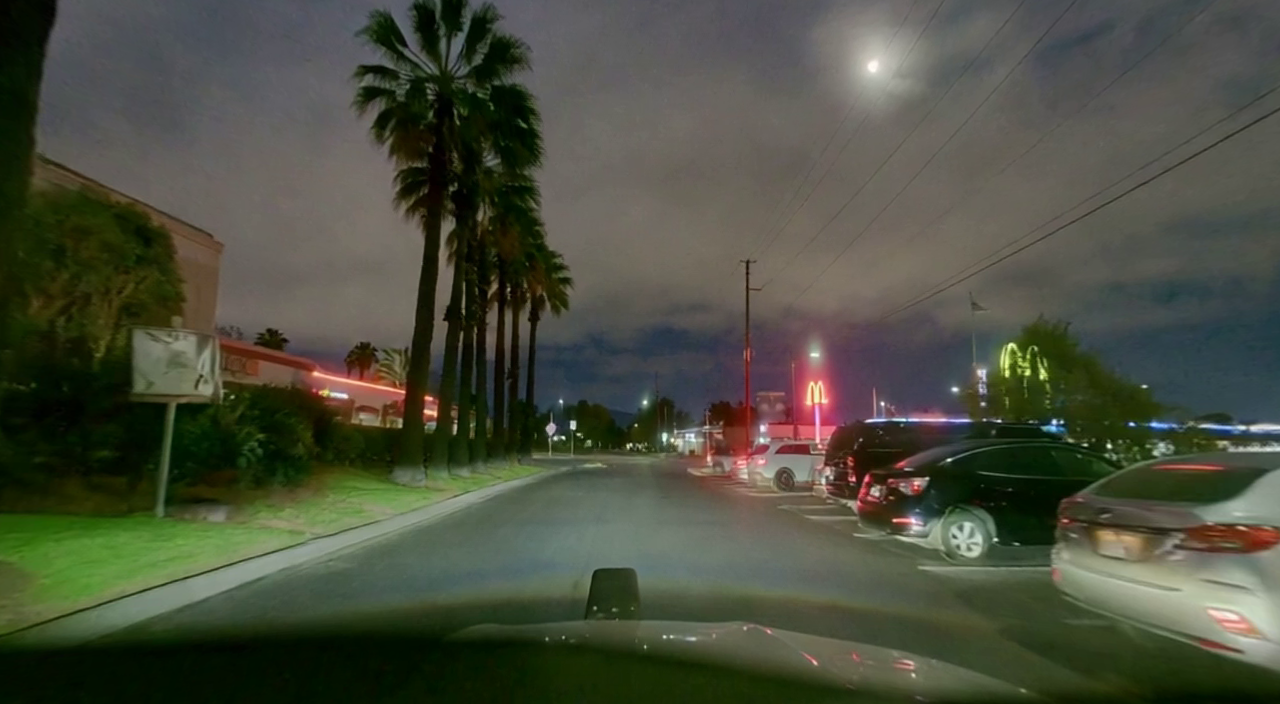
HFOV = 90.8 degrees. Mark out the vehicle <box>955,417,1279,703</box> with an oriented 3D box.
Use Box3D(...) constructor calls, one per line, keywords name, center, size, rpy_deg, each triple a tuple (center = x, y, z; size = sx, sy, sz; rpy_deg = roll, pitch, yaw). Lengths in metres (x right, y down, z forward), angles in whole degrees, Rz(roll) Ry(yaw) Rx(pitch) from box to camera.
Box3D(name="vehicle", center=(4.760, 1.151, 3.706), size=(4.756, 1.417, 2.021), rpy_deg=(1, -9, -4))
